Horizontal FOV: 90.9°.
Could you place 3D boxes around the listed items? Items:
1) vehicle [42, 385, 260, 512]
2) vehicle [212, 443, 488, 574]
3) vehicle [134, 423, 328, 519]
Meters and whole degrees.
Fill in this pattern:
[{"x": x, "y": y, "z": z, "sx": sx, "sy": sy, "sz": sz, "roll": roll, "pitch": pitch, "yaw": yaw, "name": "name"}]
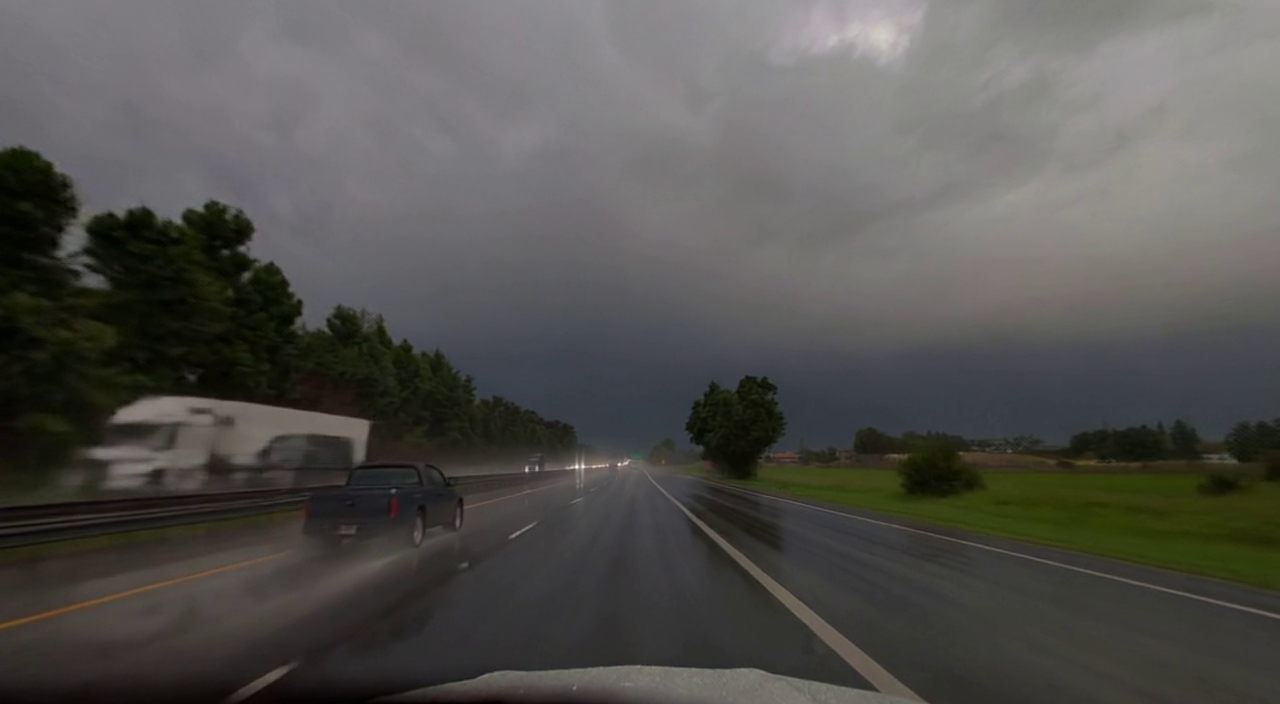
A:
[{"x": -17.439, "y": 3.601, "z": 23.197, "sx": 2.964, "sy": 4.017, "sz": 5.889, "roll": 1, "pitch": -10, "yaw": -1, "name": "vehicle"}, {"x": -3.938, "y": 2.244, "z": 9.655, "sx": 2.043, "sy": 1.486, "sz": 4.442, "roll": 1, "pitch": -10, "yaw": 1, "name": "vehicle"}, {"x": -12.692, "y": 3.793, "z": 20.274, "sx": 2.237, "sy": 2.599, "sz": 5.741, "roll": 1, "pitch": -10, "yaw": 0, "name": "vehicle"}]
